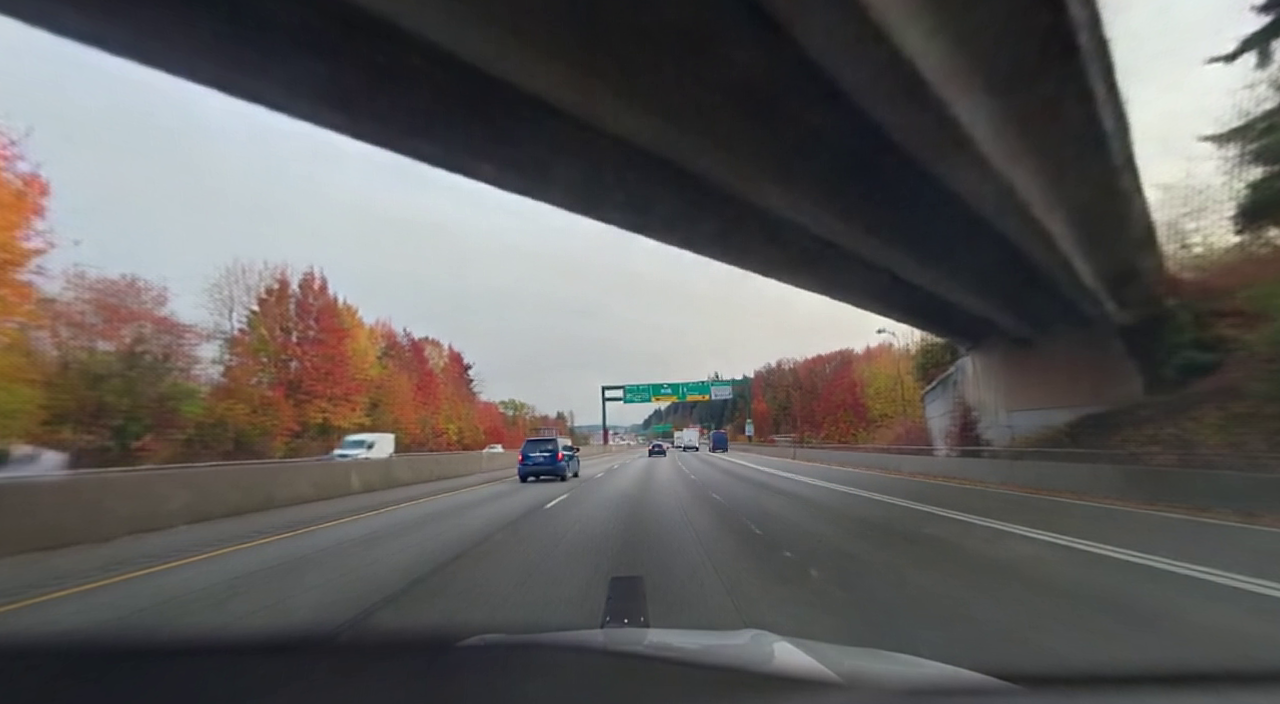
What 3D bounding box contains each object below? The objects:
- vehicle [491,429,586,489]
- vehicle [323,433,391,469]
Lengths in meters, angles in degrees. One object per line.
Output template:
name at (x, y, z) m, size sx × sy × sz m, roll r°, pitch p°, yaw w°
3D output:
vehicle at (-3.107, 3.395, 20.309) m, size 2.177 × 1.707 × 4.432 m, roll 0°, pitch -8°, yaw 2°
vehicle at (-22.128, 7.773, 49.495) m, size 2.310 × 2.609 × 5.912 m, roll -1°, pitch -8°, yaw 3°
